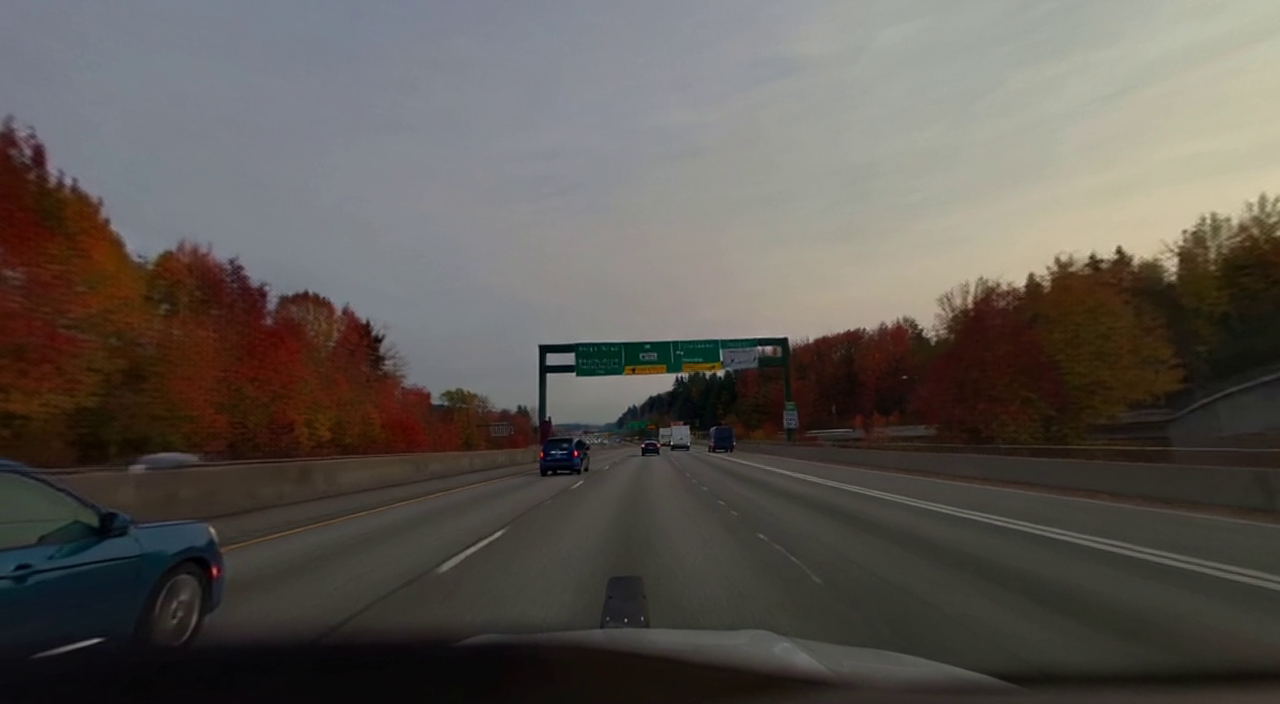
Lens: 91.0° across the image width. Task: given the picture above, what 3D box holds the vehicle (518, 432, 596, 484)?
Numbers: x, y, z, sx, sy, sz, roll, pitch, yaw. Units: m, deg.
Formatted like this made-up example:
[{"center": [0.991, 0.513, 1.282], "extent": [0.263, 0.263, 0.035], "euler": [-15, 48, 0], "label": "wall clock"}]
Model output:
[{"center": [-2.920, 3.857, 23.269], "extent": [2.177, 1.707, 4.432], "euler": [0, -8, 1], "label": "vehicle"}]

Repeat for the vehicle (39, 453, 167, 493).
[{"center": [-23.147, 5.200, 27.348], "extent": [1.803, 1.487, 4.200], "euler": [0, -8, 1], "label": "vehicle"}]
